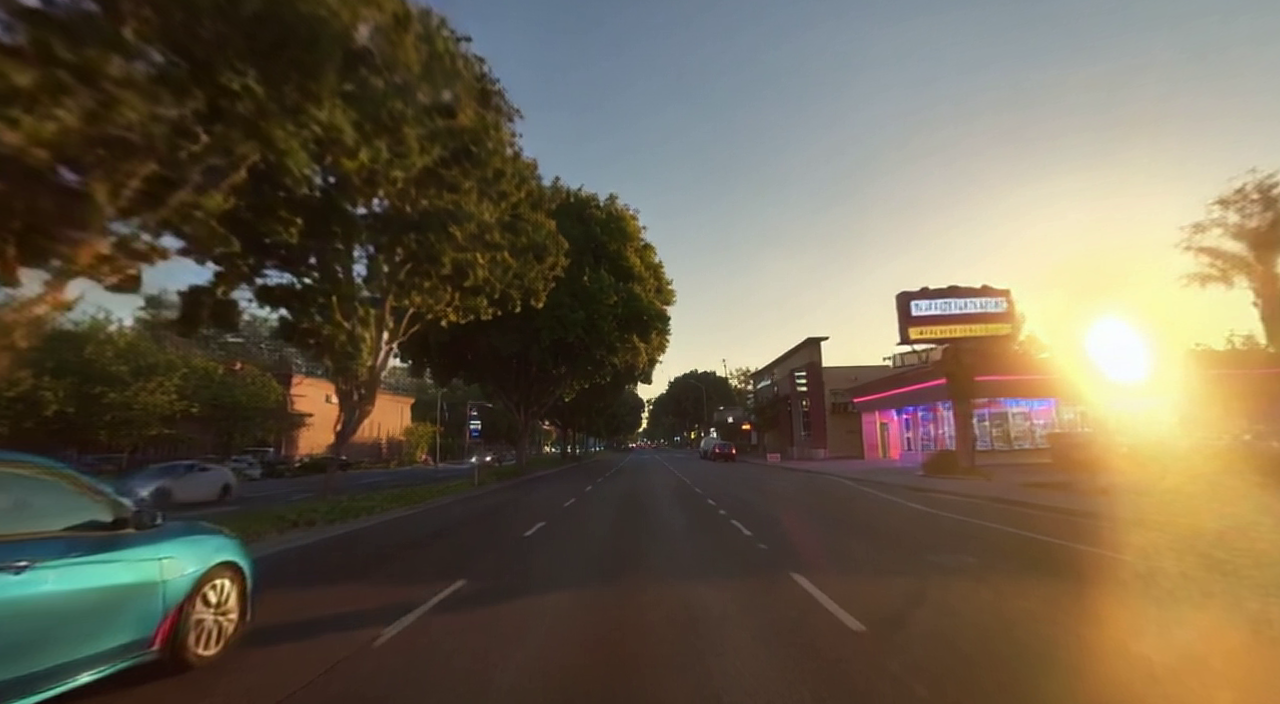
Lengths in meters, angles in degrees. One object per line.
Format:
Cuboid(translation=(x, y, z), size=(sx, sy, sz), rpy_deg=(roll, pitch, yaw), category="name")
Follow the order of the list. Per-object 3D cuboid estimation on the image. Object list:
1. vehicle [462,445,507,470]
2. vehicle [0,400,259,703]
Cuboid(translation=(-11.343, 7.716, 46.354), size=(2.070, 1.738, 4.485), rpy_deg=(0, -8, 1), category="vehicle")
Cuboid(translation=(-3.059, 0.741, 0.941), size=(2.082, 1.460, 4.636), rpy_deg=(0, -8, 0), category="vehicle")
